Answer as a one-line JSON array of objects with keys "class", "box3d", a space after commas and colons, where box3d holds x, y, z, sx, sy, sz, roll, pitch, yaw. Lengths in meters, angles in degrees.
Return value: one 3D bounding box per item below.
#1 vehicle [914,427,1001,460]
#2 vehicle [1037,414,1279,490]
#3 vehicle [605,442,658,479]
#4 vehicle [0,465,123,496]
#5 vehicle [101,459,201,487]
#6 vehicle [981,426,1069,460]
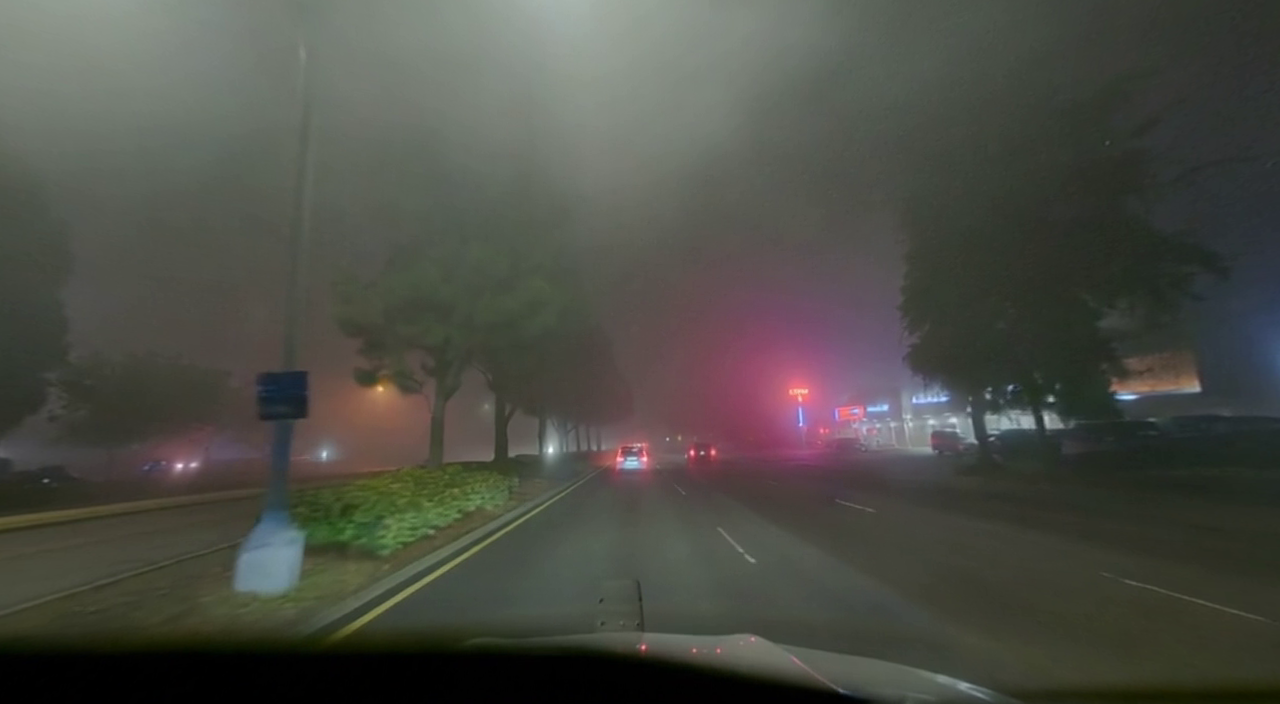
[{"class": "vehicle", "box3d": [20.622, 6.011, 41.437, 2.356, 2.005, 6.308, 0, -8, -1]}, {"class": "vehicle", "box3d": [16.428, 3.146, 20.358, 2.454, 1.973, 7.124, -1, -8, -1]}, {"class": "vehicle", "box3d": [-0.333, 4.660, 27.456, 2.126, 1.475, 3.967, 0, -8, 0]}, {"class": "vehicle", "box3d": [-30.552, 6.790, 33.483, 4.497, 1.450, 2.010, 0, -8, -1]}, {"class": "vehicle", "box3d": [-29.823, 7.383, 38.657, 4.360, 1.606, 1.978, 0, -9, -5]}, {"class": "vehicle", "box3d": [23.937, 5.741, 39.601, 2.126, 1.971, 5.619, -1, -9, 3]}]
